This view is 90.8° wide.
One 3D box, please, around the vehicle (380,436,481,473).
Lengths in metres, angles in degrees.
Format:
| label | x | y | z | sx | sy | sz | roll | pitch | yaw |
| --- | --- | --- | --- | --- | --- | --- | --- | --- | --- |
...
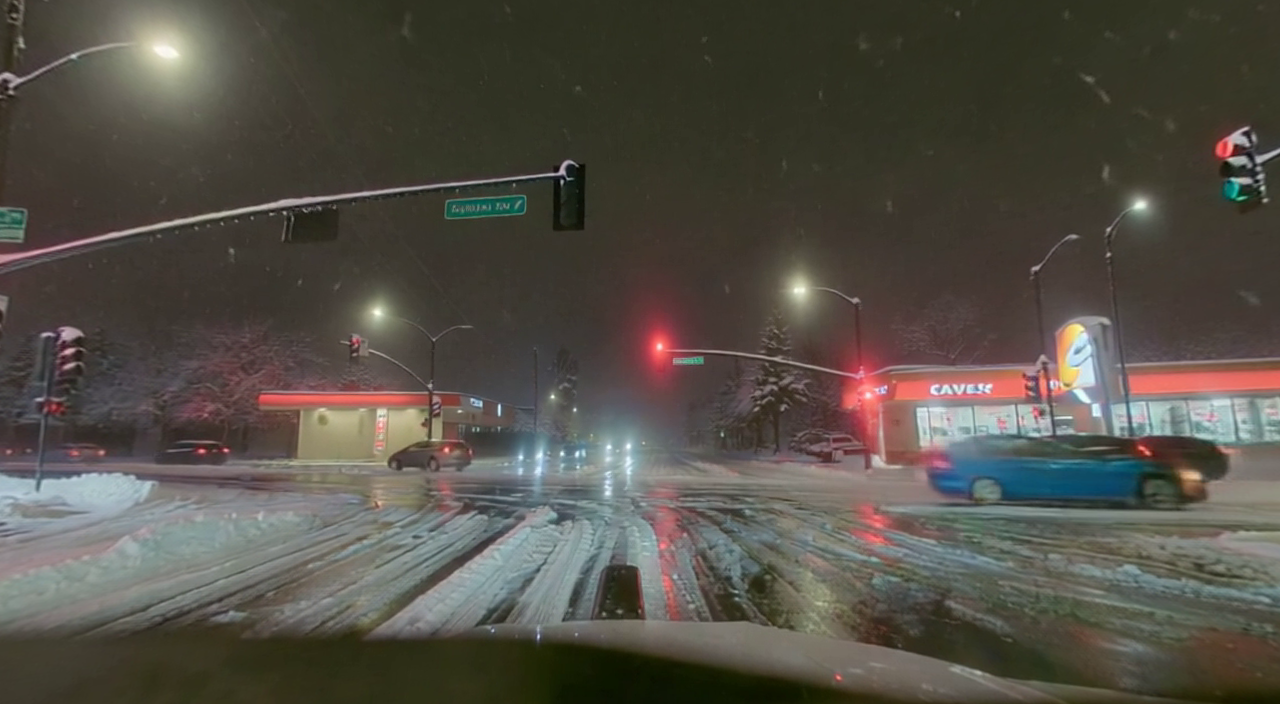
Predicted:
| label | x | y | z | sx | sy | sz | roll | pitch | yaw |
| --- | --- | --- | --- | --- | --- | --- | --- | --- | --- |
| vehicle | -10.147 | 4.934 | 30.579 | 4.568 | 1.643 | 1.911 | -5 | -9 | 27 |

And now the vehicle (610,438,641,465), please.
| label | x | y | z | sx | sy | sz | roll | pitch | yaw |
| --- | --- | --- | --- | --- | --- | --- | --- | --- | --- |
| vehicle | -1.118 | 7.070 | 45.148 | 2.083 | 1.764 | 5.011 | 0 | -8 | -3 |

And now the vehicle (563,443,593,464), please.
| label | x | y | z | sx | sy | sz | roll | pitch | yaw |
| --- | --- | --- | --- | --- | --- | --- | --- | --- | --- |
| vehicle | -4.592 | 7.587 | 47.330 | 2.003 | 1.481 | 4.091 | 0 | -8 | -3 |

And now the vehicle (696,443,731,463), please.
| label | x | y | z | sx | sy | sz | roll | pitch | yaw |
| --- | --- | --- | --- | --- | --- | --- | --- | --- | --- |
| vehicle | 5.750 | 7.976 | 49.877 | 1.831 | 1.467 | 4.792 | 1 | -8 | -5 |

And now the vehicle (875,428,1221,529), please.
| label | x | y | z | sx | sy | sz | roll | pitch | yaw |
| --- | --- | --- | --- | --- | --- | --- | --- | --- | --- |
| vehicle | 6.829 | 2.142 | 11.202 | 4.670 | 1.458 | 1.959 | -5 | -10 | 28 |

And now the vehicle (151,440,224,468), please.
| label | x | y | z | sx | sy | sz | roll | pitch | yaw |
| --- | --- | --- | --- | --- | --- | --- | --- | --- | --- |
| vehicle | -29.184 | 6.549 | 40.715 | 4.562 | 1.676 | 1.819 | -5 | -10 | 27 |

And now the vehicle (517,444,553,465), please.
| label | x | y | z | sx | sy | sz | roll | pitch | yaw |
| --- | --- | --- | --- | --- | --- | --- | --- | --- | --- |
| vehicle | -7.972 | 7.840 | 48.322 | 2.079 | 1.491 | 4.045 | 0 | -8 | 0 |
